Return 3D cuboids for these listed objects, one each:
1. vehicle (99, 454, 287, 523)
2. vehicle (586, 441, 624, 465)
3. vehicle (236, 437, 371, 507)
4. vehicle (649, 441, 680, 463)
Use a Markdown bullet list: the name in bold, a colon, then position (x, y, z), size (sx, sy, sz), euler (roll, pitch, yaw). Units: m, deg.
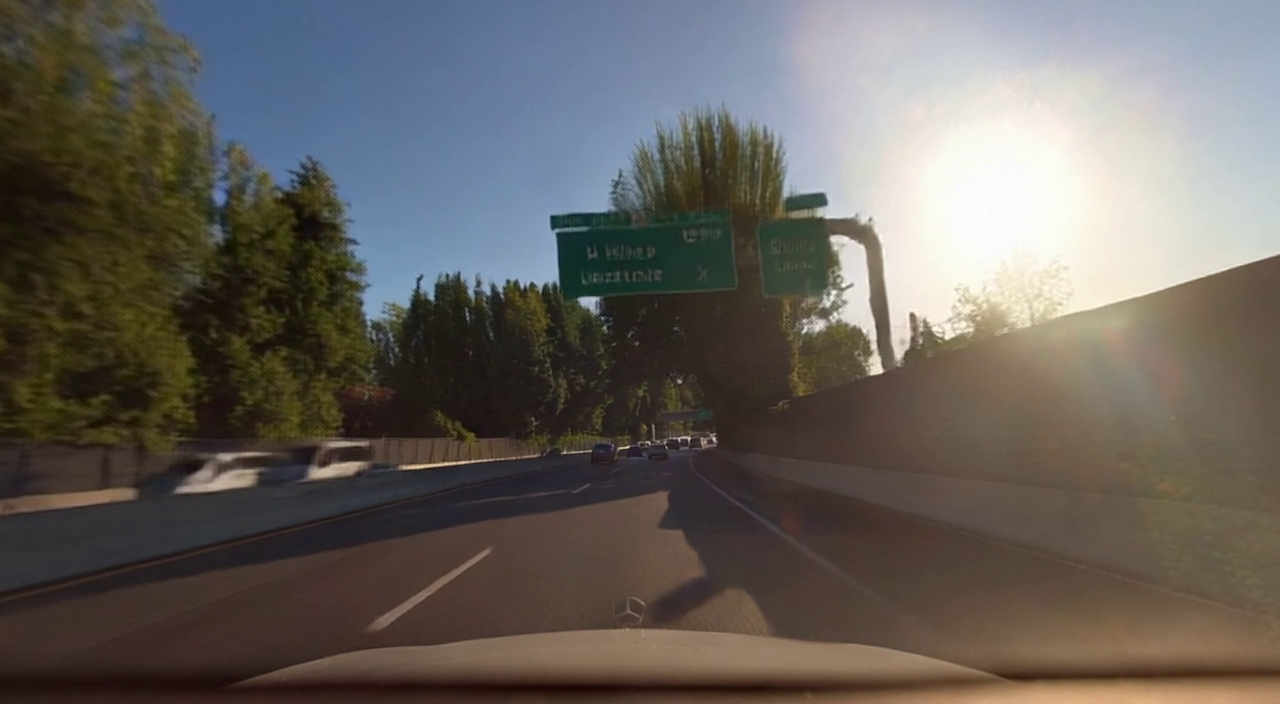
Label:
- **vehicle**: position (-14.459, 4.381, 20.929), size (2.085, 1.879, 5.421), euler (0, -8, 2)
- **vehicle**: position (-2.234, 6.529, 40.866), size (1.985, 1.518, 3.847), euler (-1, -8, 4)
- **vehicle**: position (-14.092, 4.994, 26.878), size (2.577, 2.627, 5.306), euler (0, -8, 3)
- **vehicle**: position (1.744, 7.069, 44.676), size (2.077, 1.533, 3.854), euler (-1, -8, 3)
